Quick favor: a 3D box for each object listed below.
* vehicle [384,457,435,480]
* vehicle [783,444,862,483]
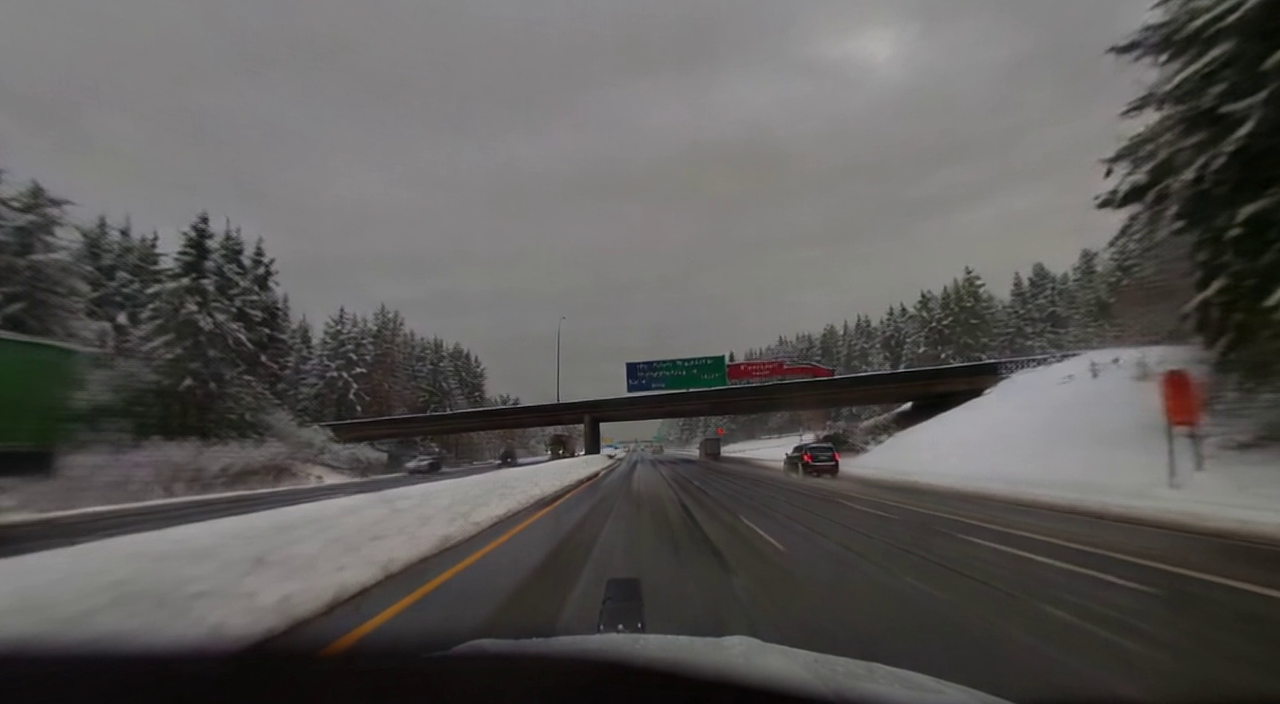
[{"bbox_3d":[-16.013,8.084,43.989,2.048,1.446,3.900,0,-9,0],"label":"vehicle"},{"bbox_3d":[7.368,4.542,25.916,1.987,1.473,4.244,0,-9,0],"label":"vehicle"}]
